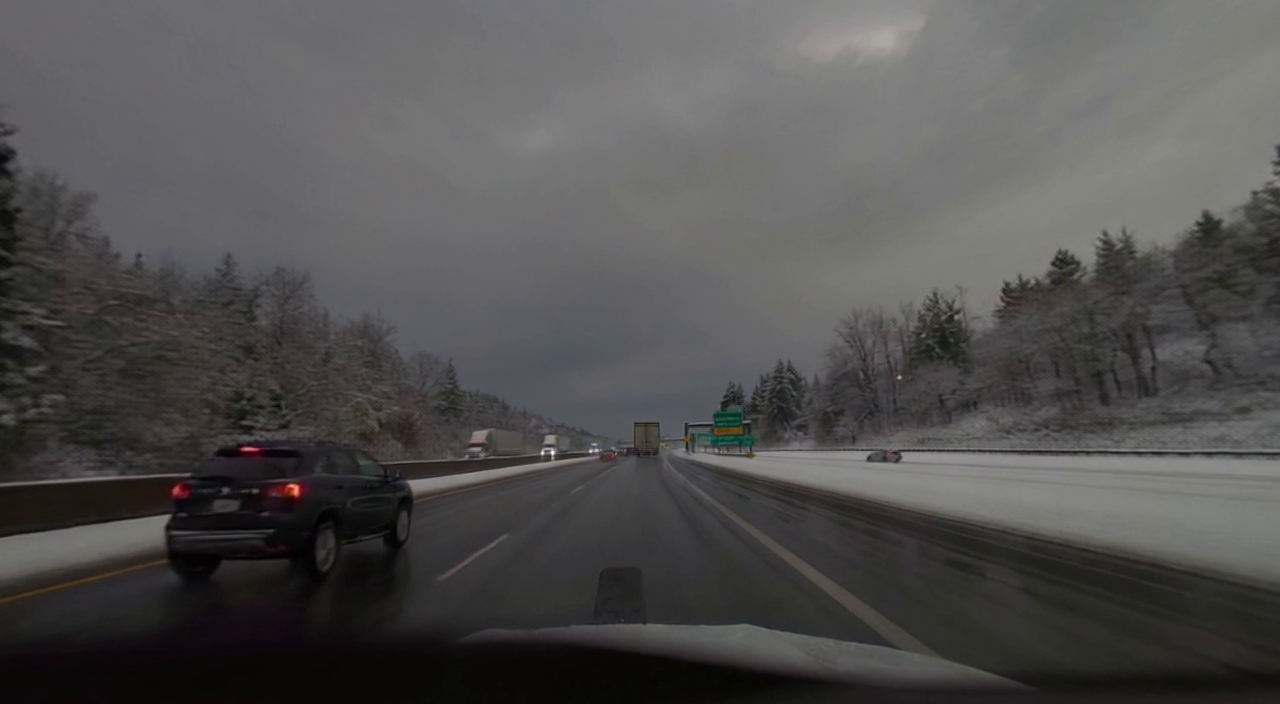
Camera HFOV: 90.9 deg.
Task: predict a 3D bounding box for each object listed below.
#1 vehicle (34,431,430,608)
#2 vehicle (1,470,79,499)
[{"bbox_3d":[-4.186,1.741,7.481,1.945,1.488,4.043,0,-9,1],"label":"vehicle"},{"bbox_3d":[-41.030,9.013,43.248,1.836,1.680,4.531,2,-9,-15],"label":"vehicle"}]
